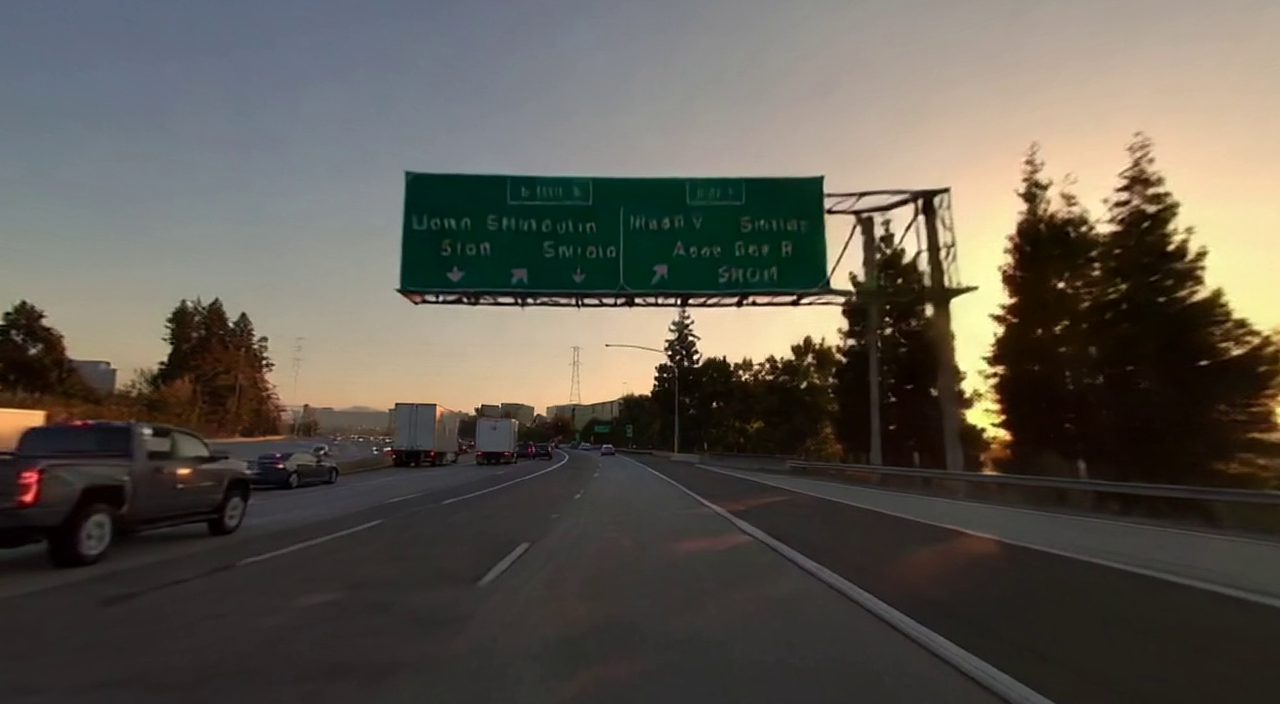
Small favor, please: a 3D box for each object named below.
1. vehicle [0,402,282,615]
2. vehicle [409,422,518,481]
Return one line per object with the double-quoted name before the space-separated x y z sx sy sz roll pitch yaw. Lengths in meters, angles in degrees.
"vehicle" -6.574 1.611 7.269 2.093 1.785 5.303 0 -8 -4
"vehicle" -9.476 5.611 36.210 3.270 2.674 14.547 0 -8 -5
